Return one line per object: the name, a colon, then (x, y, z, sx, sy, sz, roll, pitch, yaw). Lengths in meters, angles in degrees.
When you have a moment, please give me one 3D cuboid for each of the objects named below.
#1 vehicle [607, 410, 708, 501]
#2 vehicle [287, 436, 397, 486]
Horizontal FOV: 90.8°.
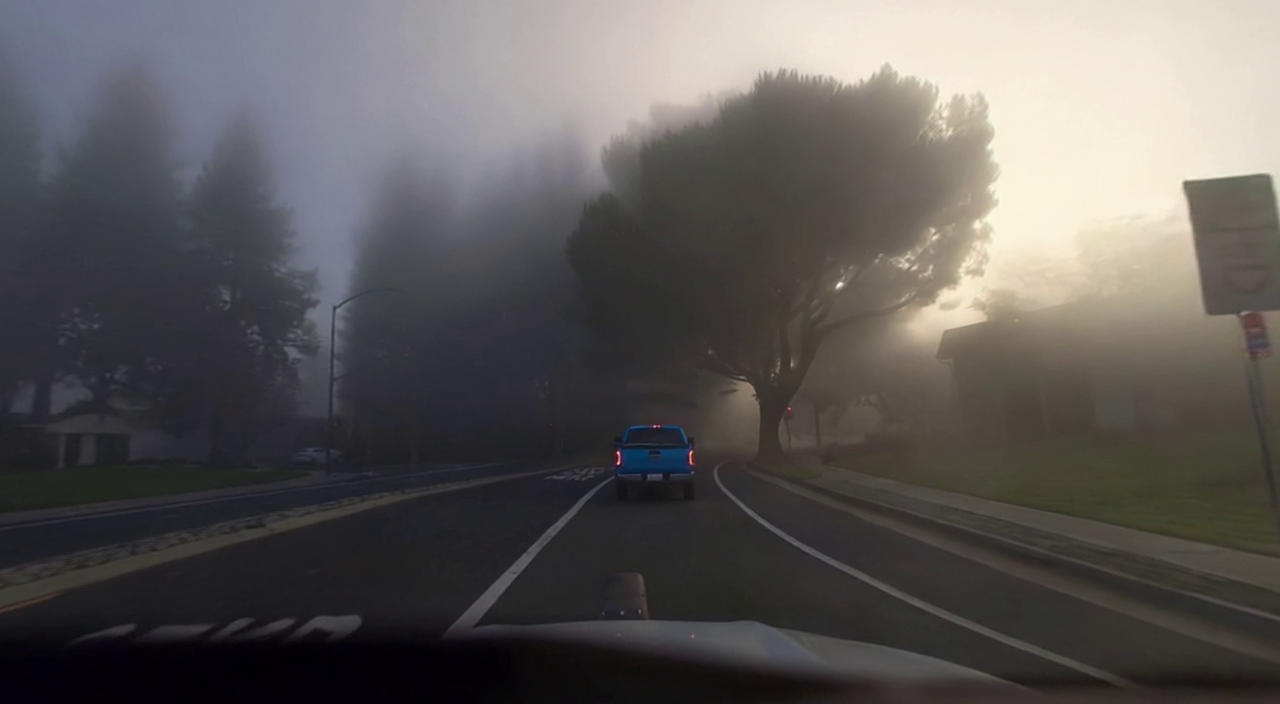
vehicle: (0.477, 2.589, 16.060, 2.153, 1.942, 4.767, 0, -8, 2)
vehicle: (-12.586, 4.575, 27.106, 2.053, 1.822, 4.852, -2, -7, 5)
